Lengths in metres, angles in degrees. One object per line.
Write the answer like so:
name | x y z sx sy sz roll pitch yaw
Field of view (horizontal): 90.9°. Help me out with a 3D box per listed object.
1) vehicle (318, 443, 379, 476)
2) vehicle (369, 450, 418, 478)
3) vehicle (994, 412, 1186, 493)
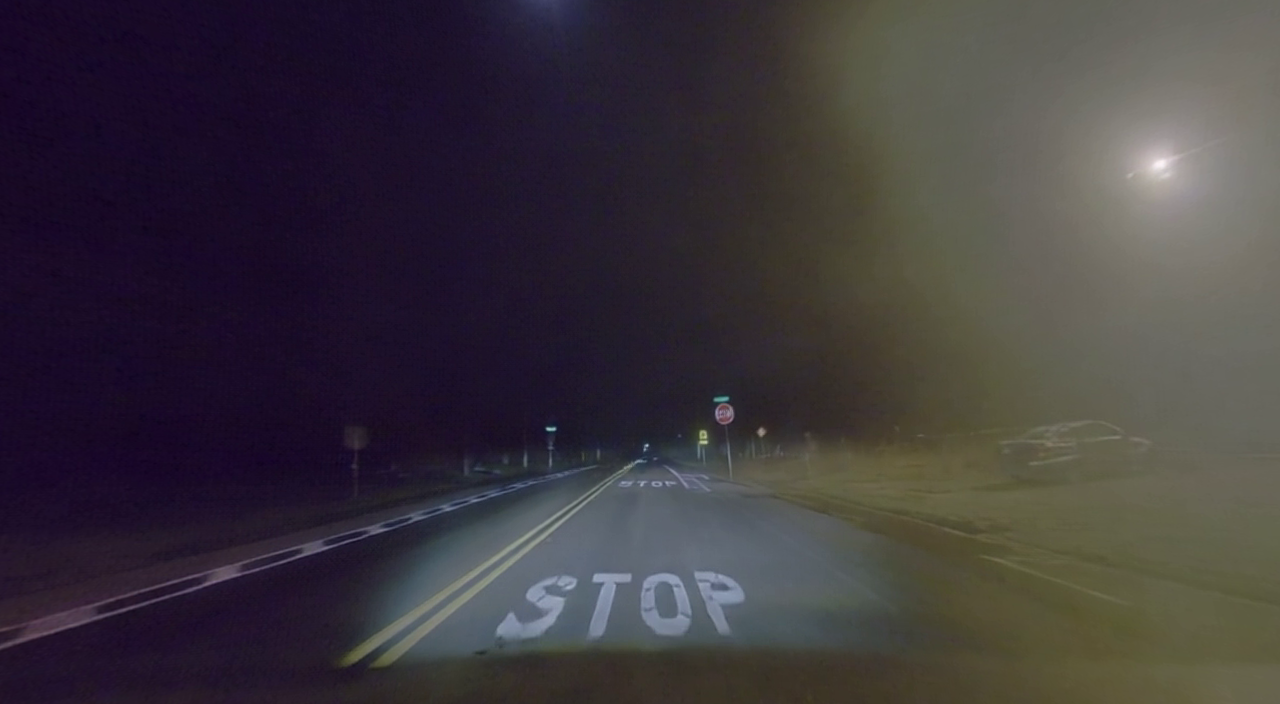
vehicle | -17.649 6.588 38.363 1.849 1.831 3.980 -1 -10 0
vehicle | -14.495 6.589 37.255 1.739 1.539 3.548 1 -9 -5
vehicle | 11.269 2.477 15.811 4.013 1.786 1.987 3 -9 -23
